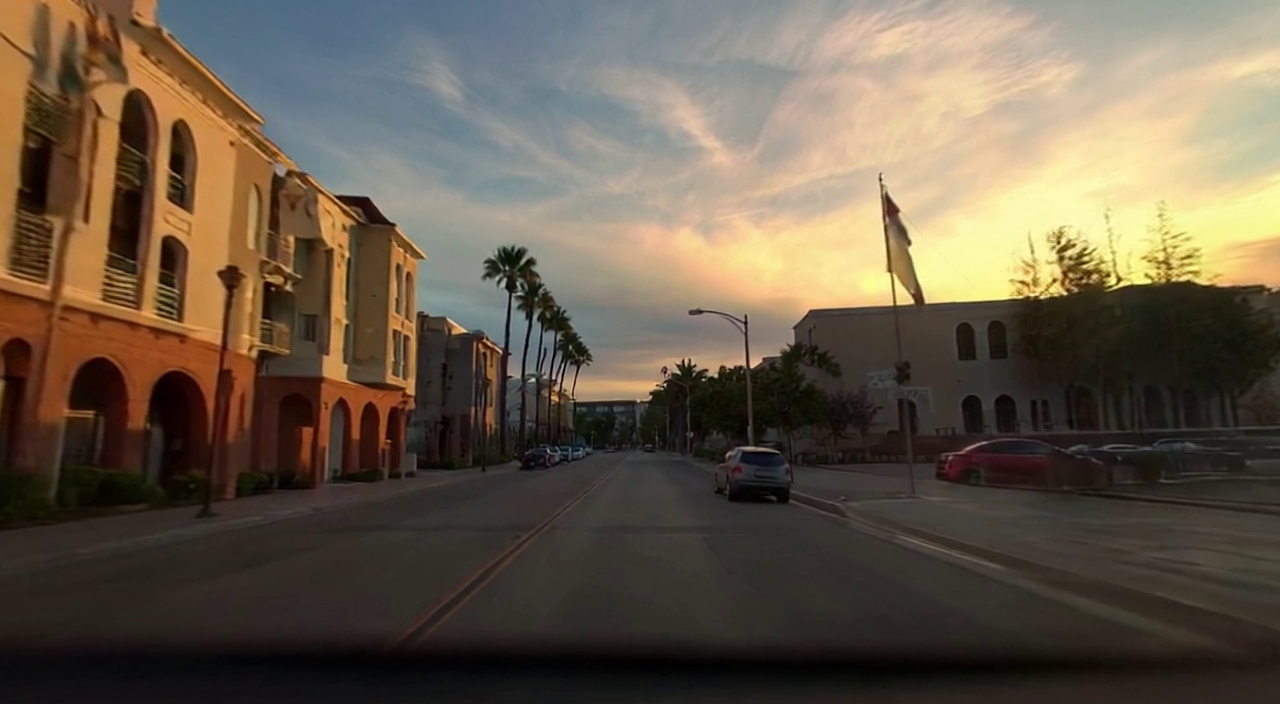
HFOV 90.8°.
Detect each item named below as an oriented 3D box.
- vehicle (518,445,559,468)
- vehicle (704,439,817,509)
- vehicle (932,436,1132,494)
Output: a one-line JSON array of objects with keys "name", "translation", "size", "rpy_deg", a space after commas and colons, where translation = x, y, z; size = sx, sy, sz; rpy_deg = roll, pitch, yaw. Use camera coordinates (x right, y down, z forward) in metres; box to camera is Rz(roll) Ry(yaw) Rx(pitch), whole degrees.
[{"name": "vehicle", "translation": [-6.752, 7.032, 42.592], "size": [2.142, 1.401, 4.477], "rpy_deg": [0, -9, -1]}, {"name": "vehicle", "translation": [2.920, 3.040, 16.260], "size": [1.985, 1.543, 4.112], "rpy_deg": [1, -8, -2]}, {"name": "vehicle", "translation": [11.956, 3.469, 19.518], "size": [4.782, 1.657, 2.172], "rpy_deg": [1, -9, -4]}]
